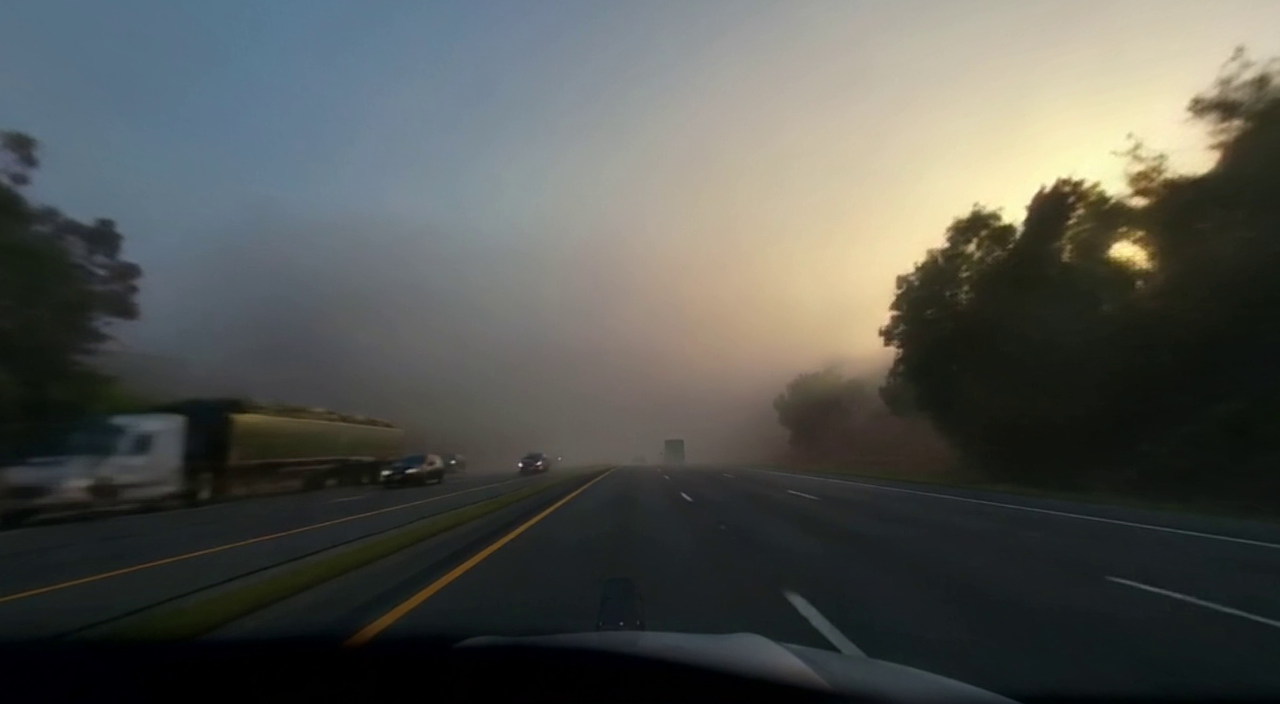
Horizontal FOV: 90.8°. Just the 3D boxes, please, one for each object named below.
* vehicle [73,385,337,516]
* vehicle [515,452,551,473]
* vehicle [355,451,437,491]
[{"bbox_3d":[-16.020,3.848,24.903,2.947,4.041,10.415,0,-9,0],"label":"vehicle"},{"bbox_3d":[-8.202,8.468,48.732,2.029,1.506,4.335,0,-9,1],"label":"vehicle"},{"bbox_3d":[-11.703,5.710,30.704,2.072,1.763,4.797,0,-9,0],"label":"vehicle"}]
